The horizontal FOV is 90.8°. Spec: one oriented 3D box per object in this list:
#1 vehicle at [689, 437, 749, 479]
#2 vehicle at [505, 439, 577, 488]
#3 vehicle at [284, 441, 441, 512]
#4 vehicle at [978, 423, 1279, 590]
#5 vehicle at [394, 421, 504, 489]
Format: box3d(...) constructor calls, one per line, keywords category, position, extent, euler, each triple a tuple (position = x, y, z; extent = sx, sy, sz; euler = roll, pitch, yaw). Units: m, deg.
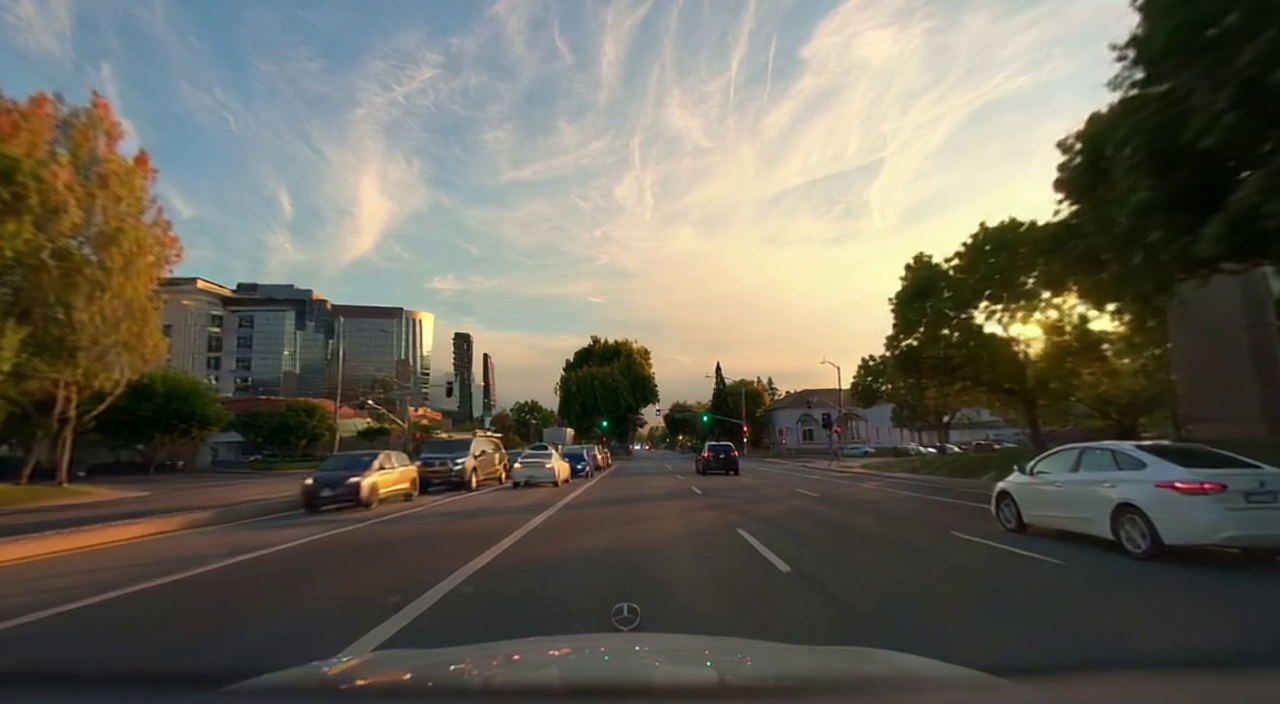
box3d(category="vehicle", position=(3.567, 4.869, 29.333), extent=(2.095, 1.759, 4.862), euler=(0, -9, -1))
box3d(category="vehicle", position=(-3.548, 4.085, 23.472), extent=(1.948, 1.595, 4.256), euler=(-1, -9, 0))
box3d(category="vehicle", position=(-6.617, 2.997, 15.702), extent=(1.970, 1.483, 4.269), euler=(0, -8, 0))
box3d(category="vehicle", position=(6.735, 1.838, 8.420), extent=(2.000, 1.618, 4.238), euler=(0, -9, -1))
box3d(category="vehicle", position=(-6.705, 3.721, 23.092), extent=(2.141, 2.111, 5.940), euler=(-1, -9, 0))
